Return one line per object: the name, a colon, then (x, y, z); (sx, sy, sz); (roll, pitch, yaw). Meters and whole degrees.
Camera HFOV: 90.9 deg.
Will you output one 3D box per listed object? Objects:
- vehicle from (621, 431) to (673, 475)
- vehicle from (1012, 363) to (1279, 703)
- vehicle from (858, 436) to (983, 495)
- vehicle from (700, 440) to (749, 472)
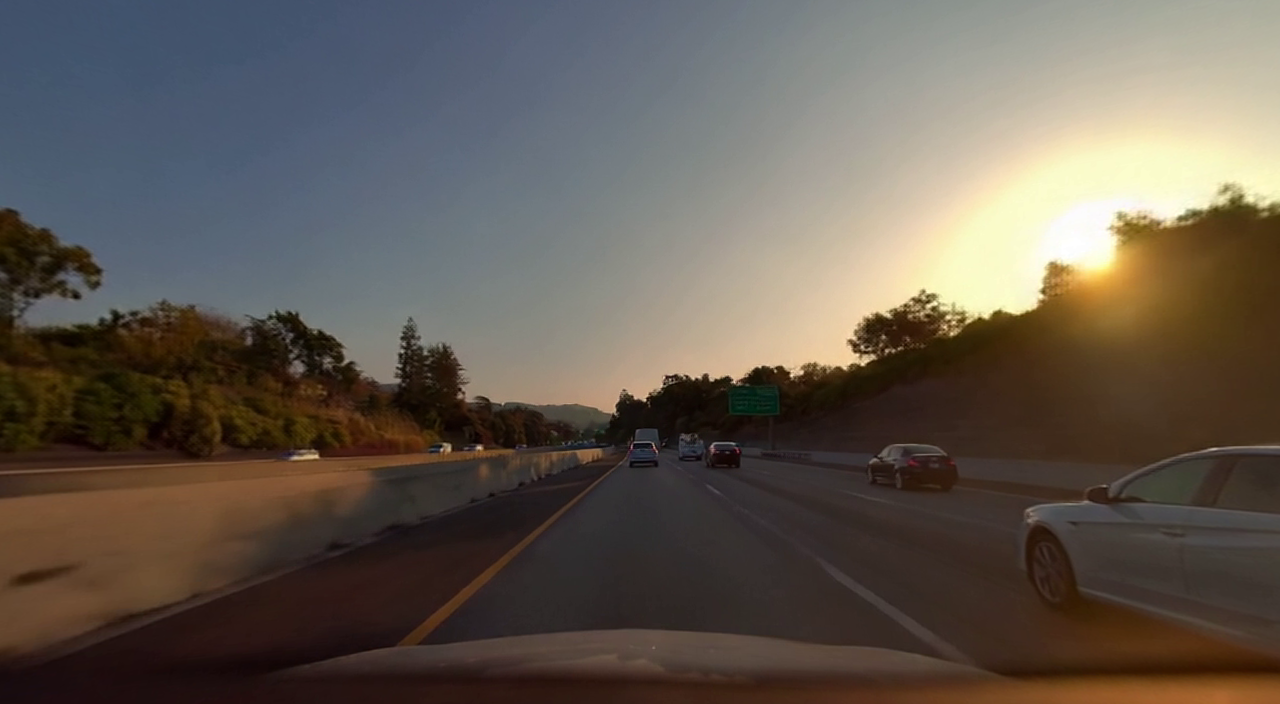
vehicle: (0.279, 4.535, 28.524); (2.189, 1.852, 4.038); (0, -8, 0)
vehicle: (3.780, 0.841, 2.474); (2.003, 1.661, 4.418); (-1, -8, 2)
vehicle: (8.149, 3.307, 18.810); (1.810, 1.516, 4.183); (0, -8, 0)
vehicle: (4.211, 5.234, 31.983); (1.825, 1.487, 4.034); (0, -8, -1)
